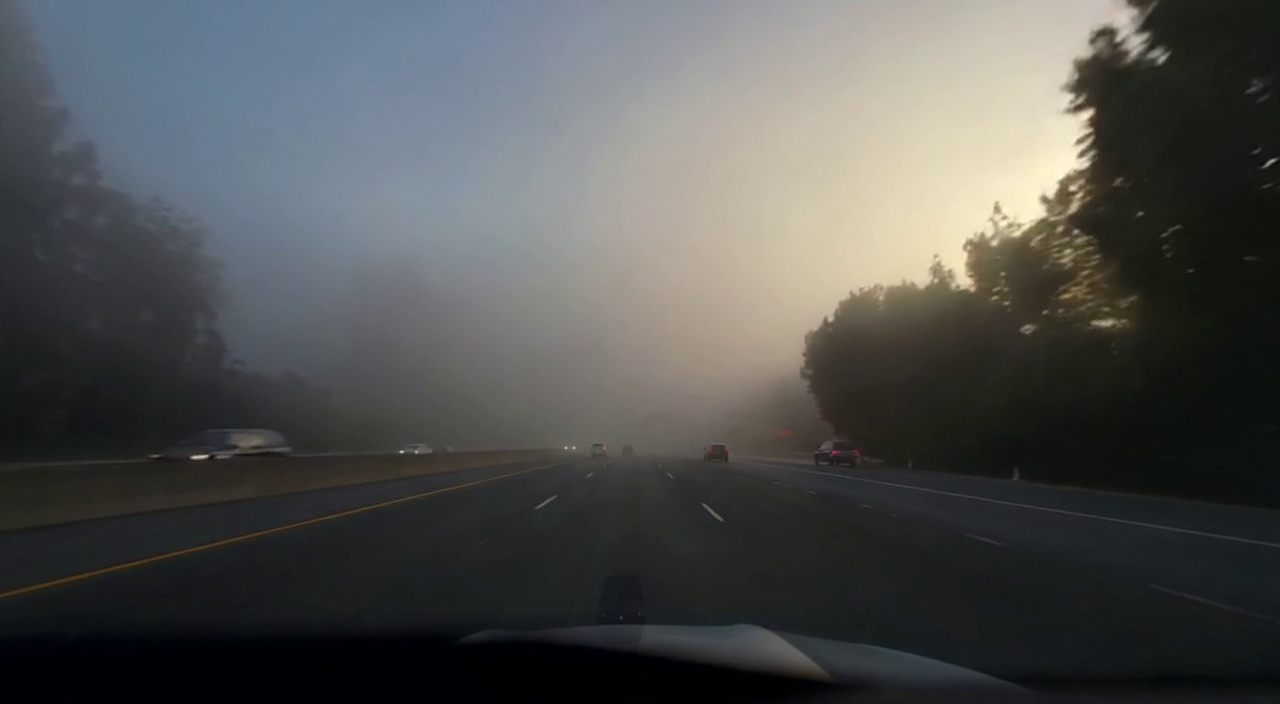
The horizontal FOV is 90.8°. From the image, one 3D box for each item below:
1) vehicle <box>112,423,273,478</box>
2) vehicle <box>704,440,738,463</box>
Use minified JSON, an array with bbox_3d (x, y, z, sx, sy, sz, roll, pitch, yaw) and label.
[{"bbox_3d":[-14.769,3.303,21.256,2.004,1.621,4.599,0,-9,0],"label":"vehicle"},{"bbox_3d":[6.252,7.767,49.227,2.081,1.705,3.926,0,-9,-1],"label":"vehicle"}]
